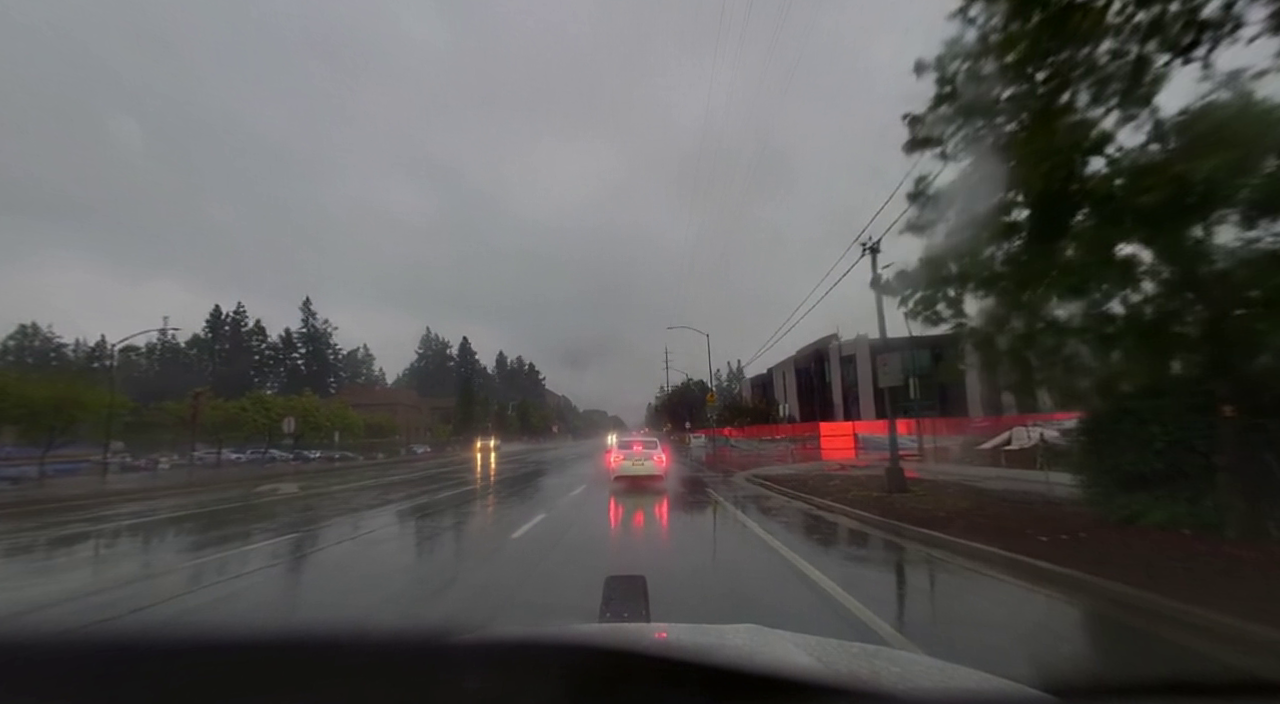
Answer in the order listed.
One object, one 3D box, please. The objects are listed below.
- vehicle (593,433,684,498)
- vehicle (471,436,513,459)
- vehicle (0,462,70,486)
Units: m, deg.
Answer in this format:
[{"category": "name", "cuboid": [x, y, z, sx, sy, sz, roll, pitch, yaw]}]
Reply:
[{"category": "vehicle", "cuboid": [-0.034, 2.923, 16.669, 2.112, 1.482, 4.076, 0, -8, 0]}, {"category": "vehicle", "cuboid": [-10.211, 6.508, 43.124, 2.072, 1.465, 4.394, 3, -9, -22]}, {"category": "vehicle", "cuboid": [-39.752, 7.838, 40.649, 4.111, 1.412, 1.777, 0, -8, -2]}]
